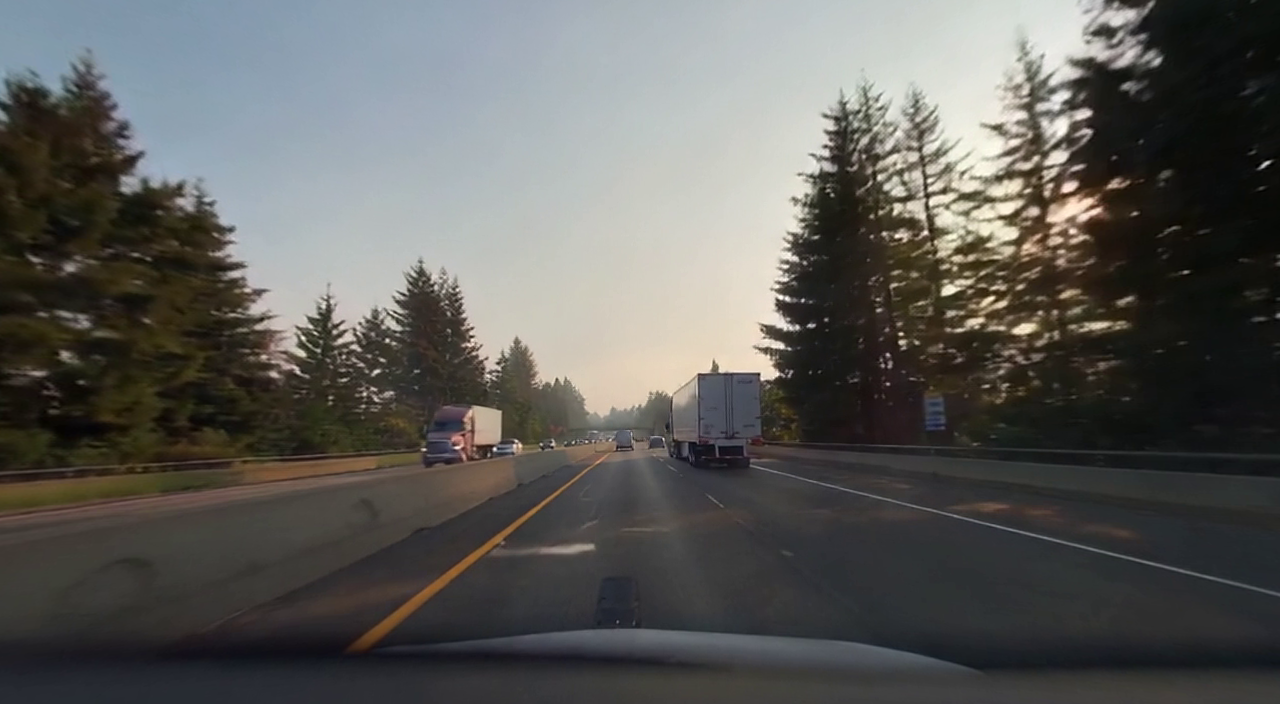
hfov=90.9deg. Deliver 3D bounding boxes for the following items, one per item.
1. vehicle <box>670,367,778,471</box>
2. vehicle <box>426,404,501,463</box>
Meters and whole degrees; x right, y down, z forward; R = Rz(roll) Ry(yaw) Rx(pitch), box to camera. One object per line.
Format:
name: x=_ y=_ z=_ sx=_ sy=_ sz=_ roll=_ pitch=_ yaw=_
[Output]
vehicle: x=3.549 y=3.487 z=31.146 sx=3.038 sy=3.975 sz=13.887 roll=0 pitch=-8 yaw=-1
vehicle: x=-13.207 y=6.265 z=48.196 sx=2.952 sy=4.048 sz=10.005 roll=0 pitch=-8 yaw=-1
